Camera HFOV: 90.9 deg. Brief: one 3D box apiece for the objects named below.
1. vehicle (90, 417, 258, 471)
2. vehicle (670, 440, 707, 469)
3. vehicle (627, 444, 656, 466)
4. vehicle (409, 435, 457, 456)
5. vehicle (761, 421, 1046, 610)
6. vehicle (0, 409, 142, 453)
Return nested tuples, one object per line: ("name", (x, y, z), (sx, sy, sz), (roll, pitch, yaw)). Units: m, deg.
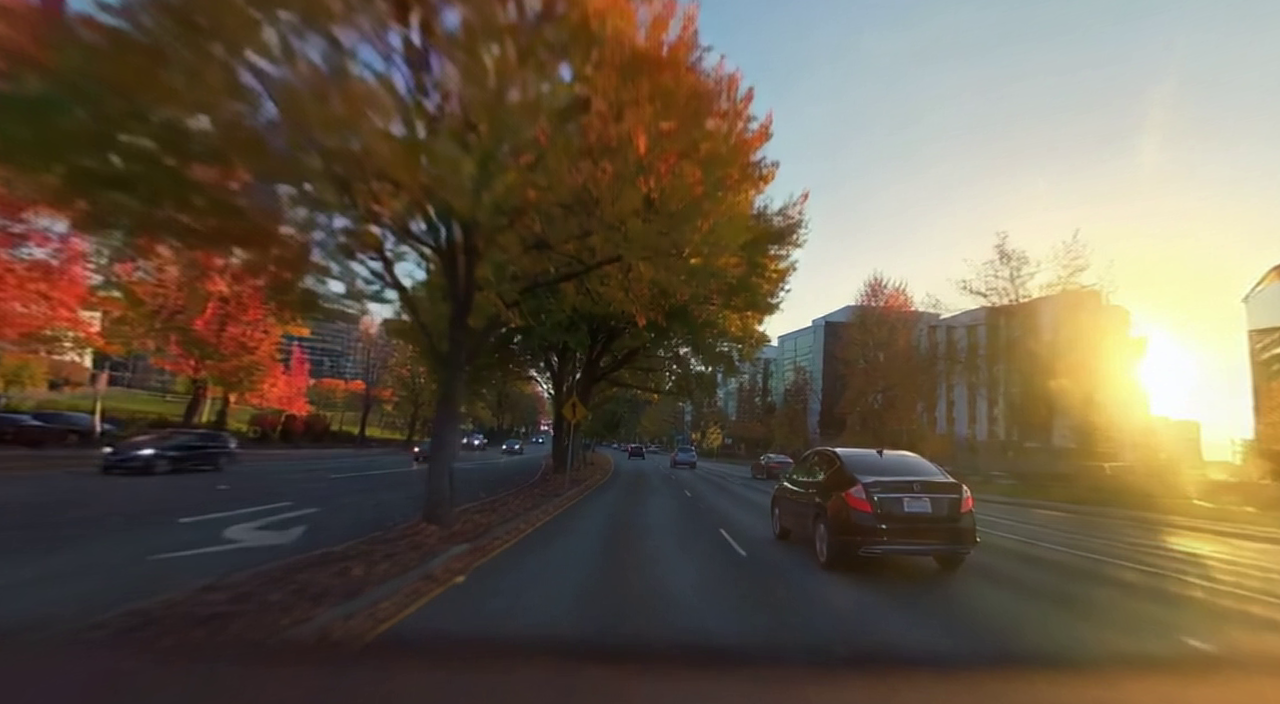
("vehicle", (-15.265, 3.073, 21.090), (2.029, 1.588, 4.654), (0, -8, 0))
("vehicle", (3.542, 7.548, 46.670), (2.154, 1.844, 4.634), (4, -8, 0))
("vehicle", (0.085, 7.290, 44.624), (1.991, 1.477, 3.814), (0, -8, -1))
("vehicle", (-15.448, 7.003, 47.285), (1.985, 1.479, 4.657), (0, -8, 0))
("vehicle", (2.872, 1.820, 7.911), (1.901, 1.634, 3.896), (4, -8, 0))
("vehicle", (-26.952, 3.683, 29.122), (6.055, 1.910, 2.113), (0, -8, 1))
